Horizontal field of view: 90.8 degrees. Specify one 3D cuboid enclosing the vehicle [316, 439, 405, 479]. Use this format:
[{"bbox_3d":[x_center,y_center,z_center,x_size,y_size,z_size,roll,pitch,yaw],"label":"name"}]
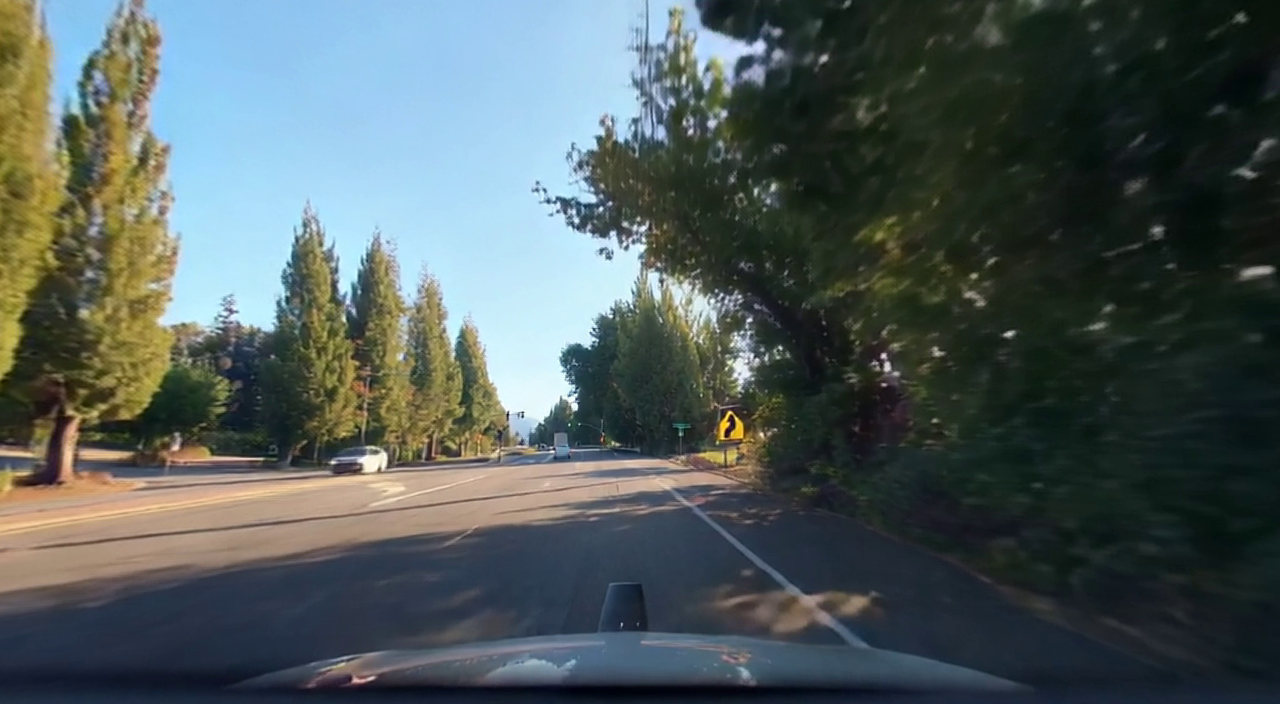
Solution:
[{"bbox_3d":[-14.231,5.452,32.600,2.277,1.857,5.330,0,-8,-2],"label":"vehicle"}]
